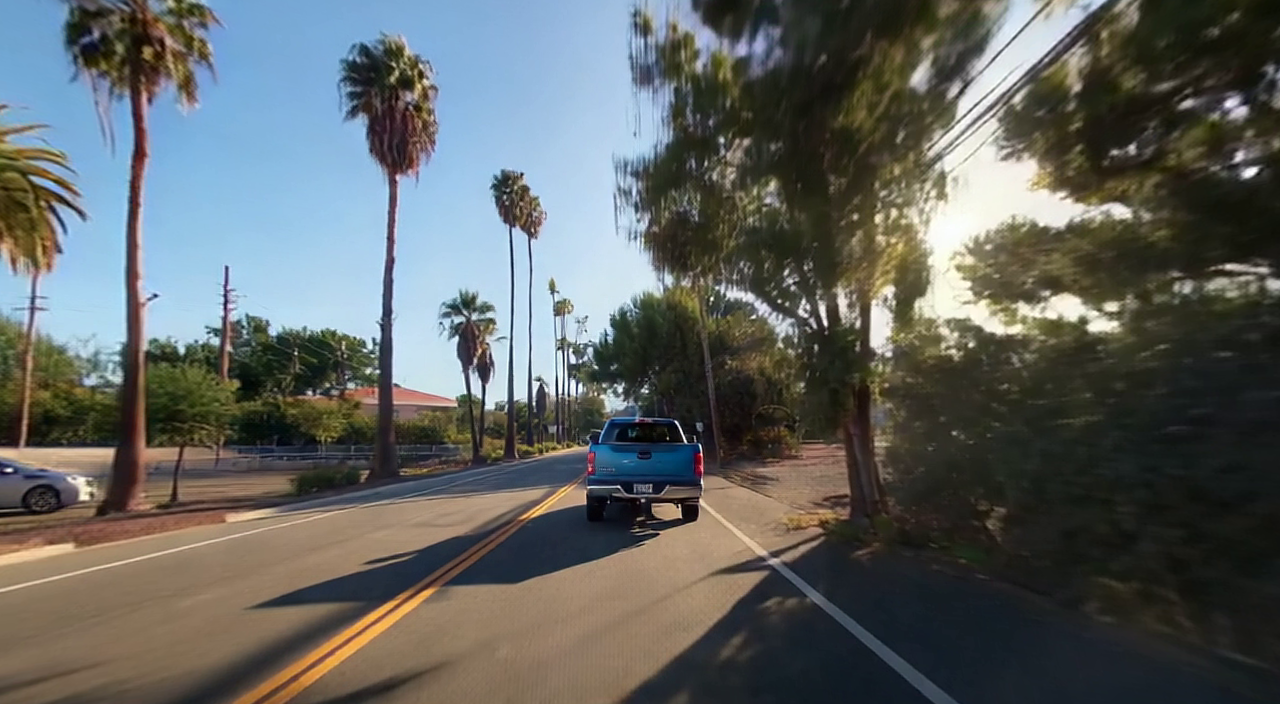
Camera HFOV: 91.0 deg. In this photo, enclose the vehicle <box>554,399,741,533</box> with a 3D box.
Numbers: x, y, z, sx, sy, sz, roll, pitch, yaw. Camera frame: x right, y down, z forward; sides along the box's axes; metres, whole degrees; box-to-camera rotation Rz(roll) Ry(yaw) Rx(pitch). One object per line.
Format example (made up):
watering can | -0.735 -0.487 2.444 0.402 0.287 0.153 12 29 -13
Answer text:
vehicle | 0.077 2.150 12.463 2.803 2.005 5.885 0 -8 -1
